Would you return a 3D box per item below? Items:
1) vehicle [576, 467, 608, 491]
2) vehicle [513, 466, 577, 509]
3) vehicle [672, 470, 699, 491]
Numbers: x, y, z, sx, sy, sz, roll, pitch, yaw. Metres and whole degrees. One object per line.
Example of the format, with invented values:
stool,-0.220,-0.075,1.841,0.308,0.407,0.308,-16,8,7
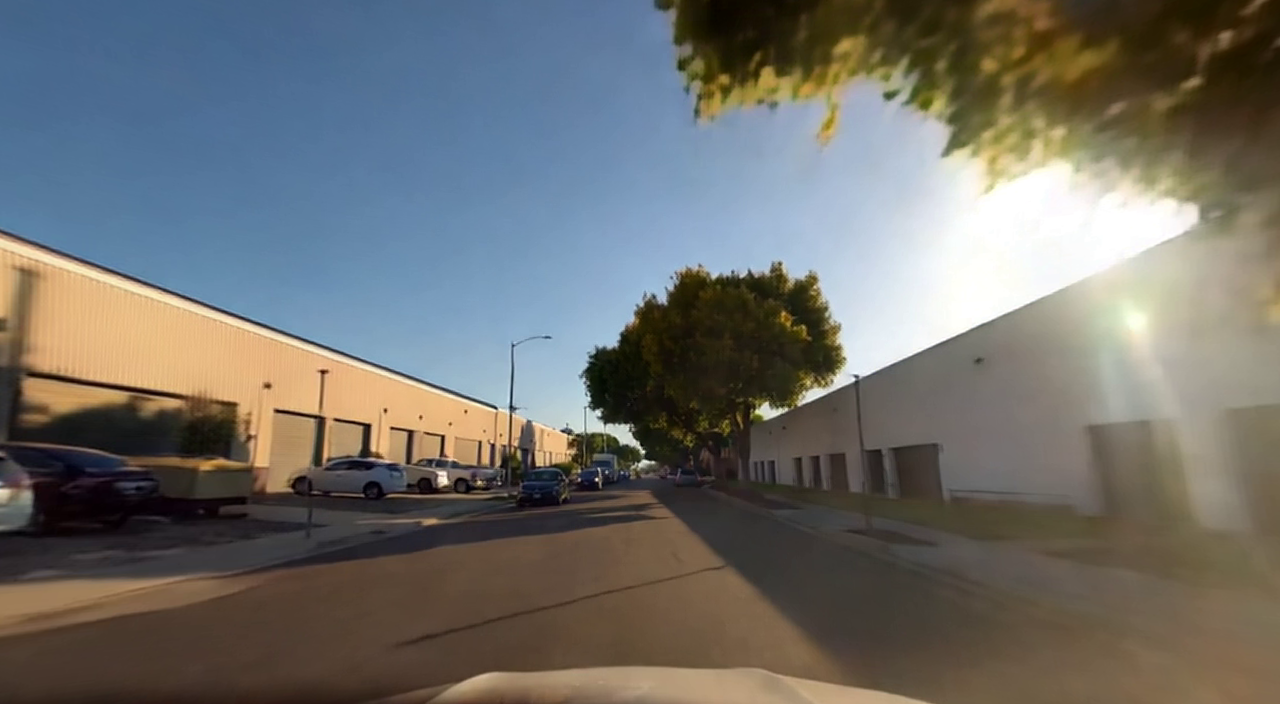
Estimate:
vehicle,-3.413,9.173,45.596,1.835,1.625,3.674,1,-11,3
vehicle,-4.010,5.782,27.276,1.927,1.580,4.556,-1,-9,2
vehicle,3.468,9.818,48.218,1.819,1.446,3.909,1,-11,1
